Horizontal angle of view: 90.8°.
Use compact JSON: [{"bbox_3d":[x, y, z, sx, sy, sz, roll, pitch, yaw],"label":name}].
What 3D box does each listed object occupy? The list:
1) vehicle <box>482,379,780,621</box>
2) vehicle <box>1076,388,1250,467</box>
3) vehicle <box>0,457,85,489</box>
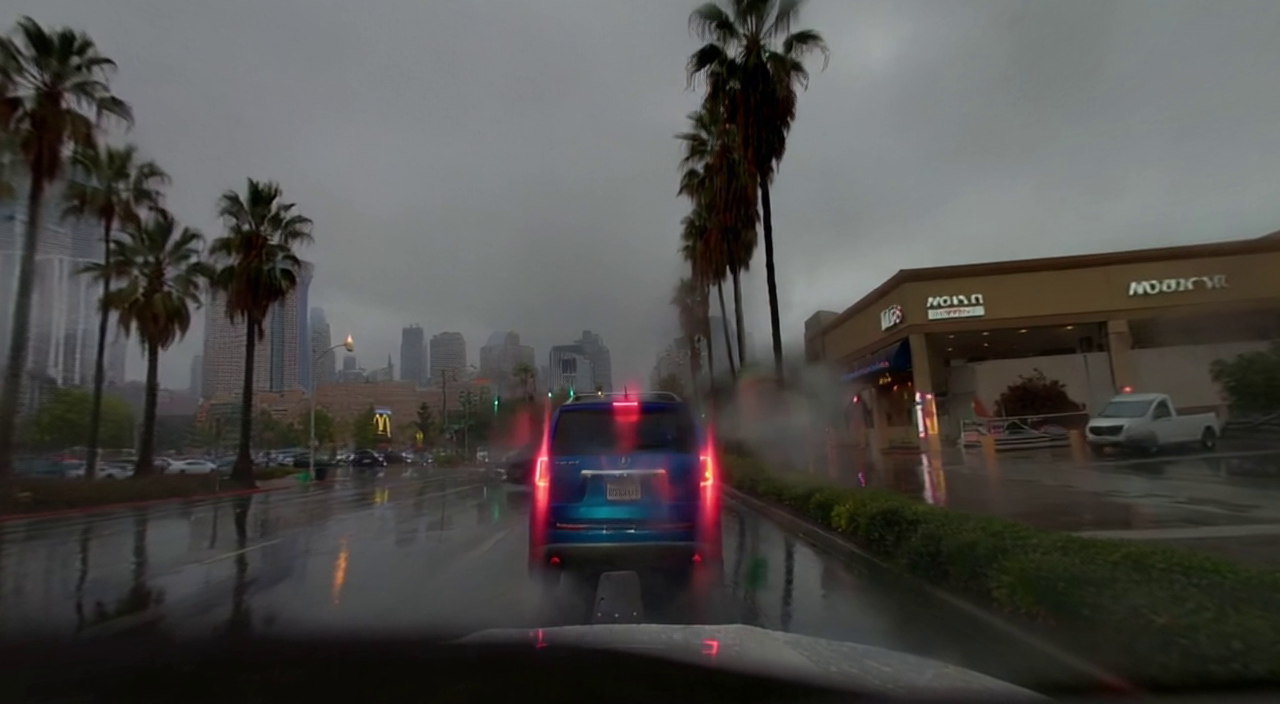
[{"bbox_3d":[-0.120,1.401,6.789,2.234,1.818,3.869,0,-9,-2],"label":"vehicle"},{"bbox_3d":[16.119,2.388,19.354,6.060,2.047,2.490,6,-11,-36],"label":"vehicle"},{"bbox_3d":[-28.468,5.370,28.132,5.154,1.343,1.943,4,-9,-25],"label":"vehicle"}]
